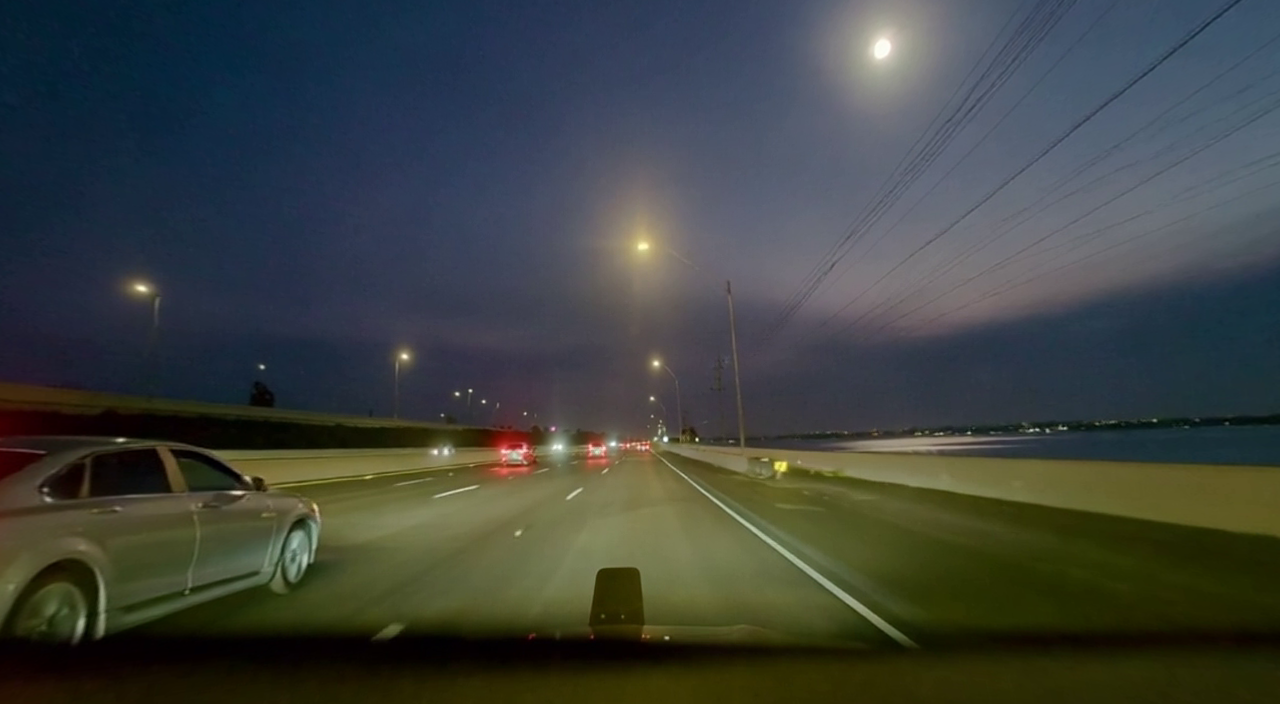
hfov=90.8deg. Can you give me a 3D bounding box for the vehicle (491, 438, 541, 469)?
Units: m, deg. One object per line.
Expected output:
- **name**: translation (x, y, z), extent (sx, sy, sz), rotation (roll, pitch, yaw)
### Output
- **vehicle**: translation (-7.383, 6.094, 38.125), extent (2.050, 1.717, 4.418), rotation (0, -8, 1)

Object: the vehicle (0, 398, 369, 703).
- **vehicle**: translation (-3.589, 1.105, 3.647), extent (2.015, 1.501, 4.454), rotation (0, -8, 1)
